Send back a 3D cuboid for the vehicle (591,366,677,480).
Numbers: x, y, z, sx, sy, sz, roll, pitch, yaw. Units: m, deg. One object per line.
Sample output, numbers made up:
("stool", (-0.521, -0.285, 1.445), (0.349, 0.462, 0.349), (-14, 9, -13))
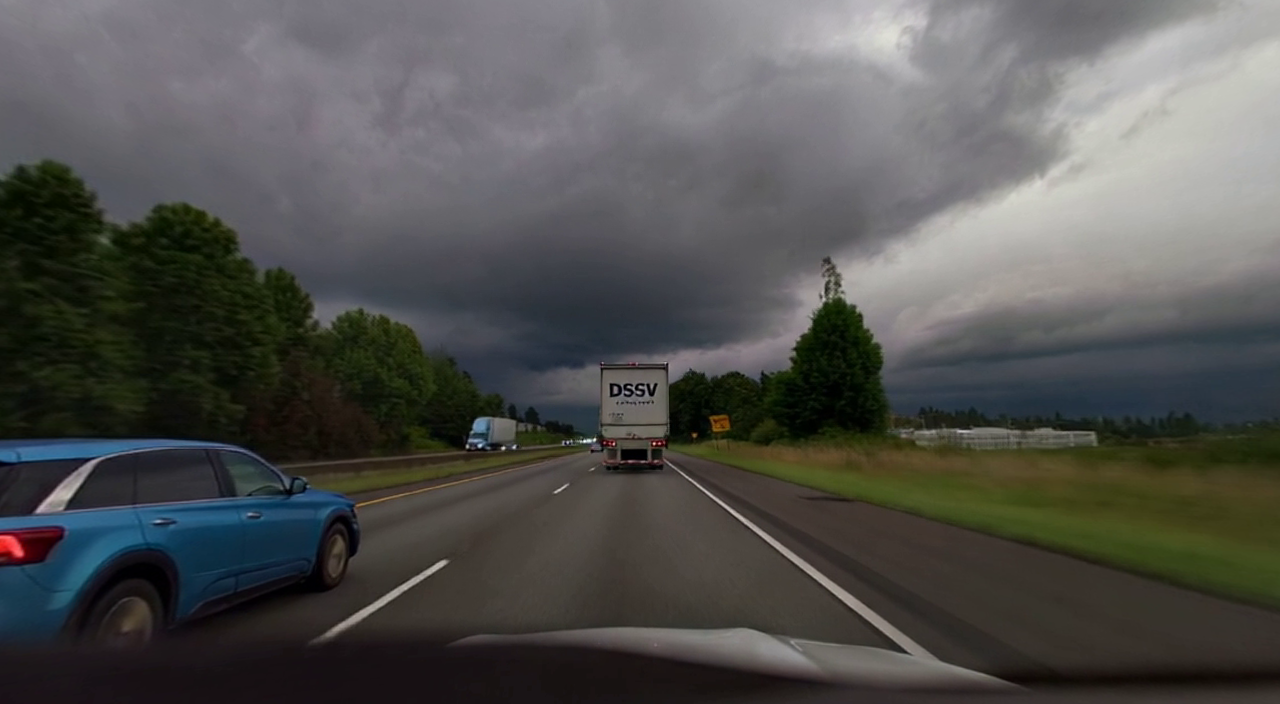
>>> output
("vehicle", (-0.366, 3.177, 26.962), (2.969, 3.957, 10.270), (0, -8, -2))
